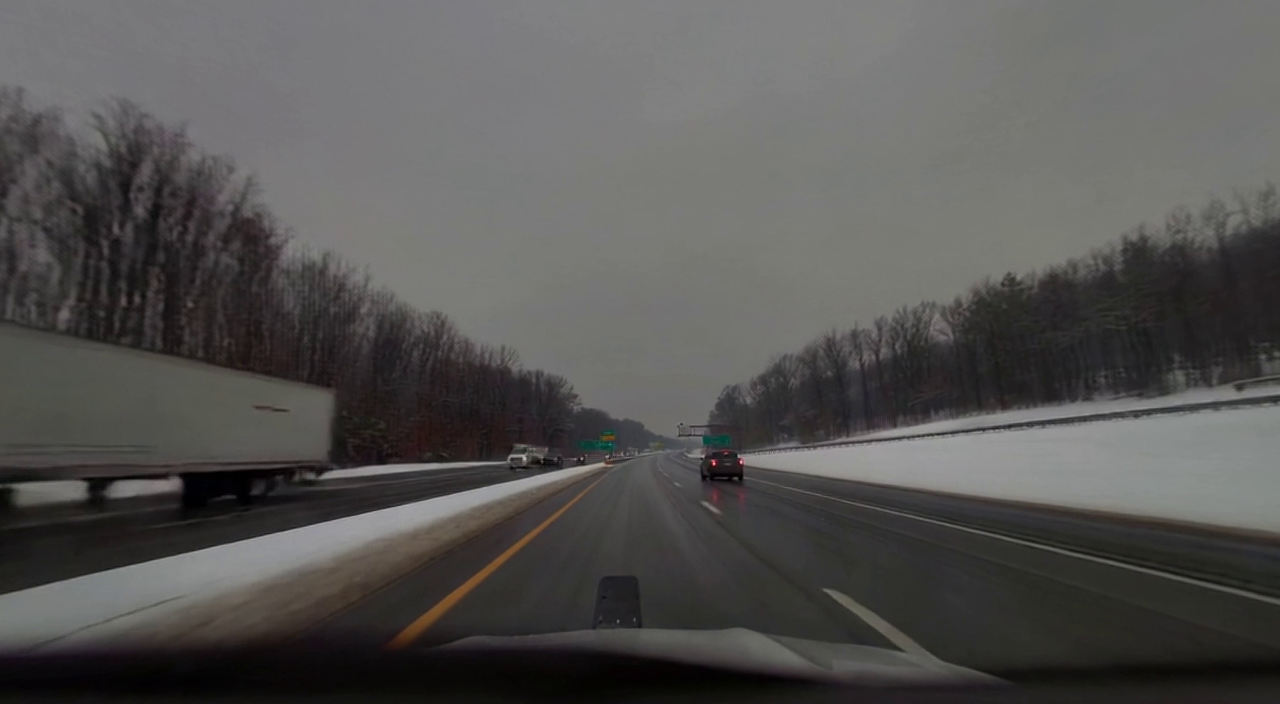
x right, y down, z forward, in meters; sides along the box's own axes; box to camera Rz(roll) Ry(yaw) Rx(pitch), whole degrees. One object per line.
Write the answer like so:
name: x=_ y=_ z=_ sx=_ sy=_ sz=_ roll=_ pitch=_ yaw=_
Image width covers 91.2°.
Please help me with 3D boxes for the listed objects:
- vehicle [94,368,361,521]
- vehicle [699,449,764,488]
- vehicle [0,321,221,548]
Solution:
vehicle: x=-12.904 y=3.117 z=21.139 sx=2.861 sy=4.025 sz=8.961 roll=0 pitch=-9 yaw=-1
vehicle: x=3.870 y=5.027 z=27.408 sx=2.070 sy=1.546 sz=4.648 roll=0 pitch=-9 yaw=-1
vehicle: x=-12.817 y=1.585 z=11.813 sx=3.017 sy=3.962 sz=9.879 roll=0 pitch=-9 yaw=-1
